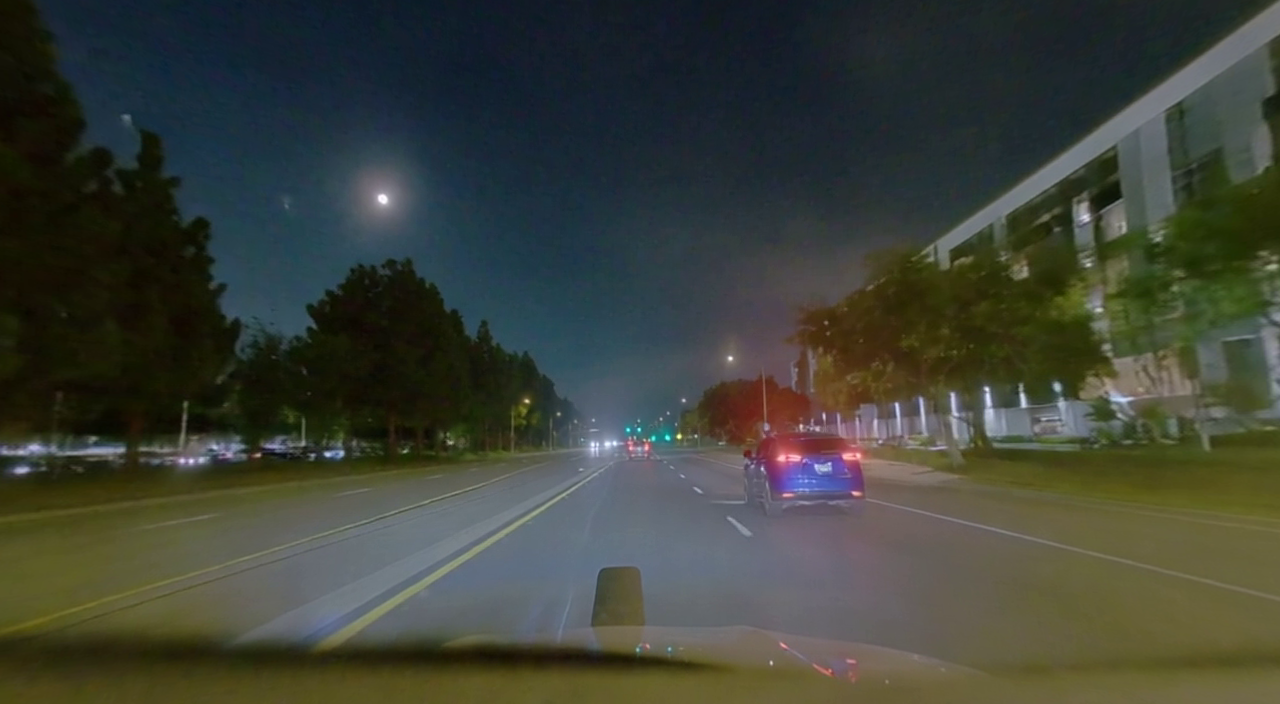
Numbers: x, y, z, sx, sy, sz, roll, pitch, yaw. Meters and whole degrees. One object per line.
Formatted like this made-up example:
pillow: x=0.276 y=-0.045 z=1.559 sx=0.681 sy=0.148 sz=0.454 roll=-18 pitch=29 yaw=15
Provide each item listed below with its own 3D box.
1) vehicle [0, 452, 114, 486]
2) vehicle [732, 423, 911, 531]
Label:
vehicle: x=-36.423 y=7.286 z=39.549 sx=4.983 sy=1.727 sz=2.059 roll=-2 pitch=-7 yaw=-4
vehicle: x=3.181 y=2.287 z=12.160 sx=2.060 sy=1.665 sz=4.284 roll=0 pitch=-8 yaw=-1
